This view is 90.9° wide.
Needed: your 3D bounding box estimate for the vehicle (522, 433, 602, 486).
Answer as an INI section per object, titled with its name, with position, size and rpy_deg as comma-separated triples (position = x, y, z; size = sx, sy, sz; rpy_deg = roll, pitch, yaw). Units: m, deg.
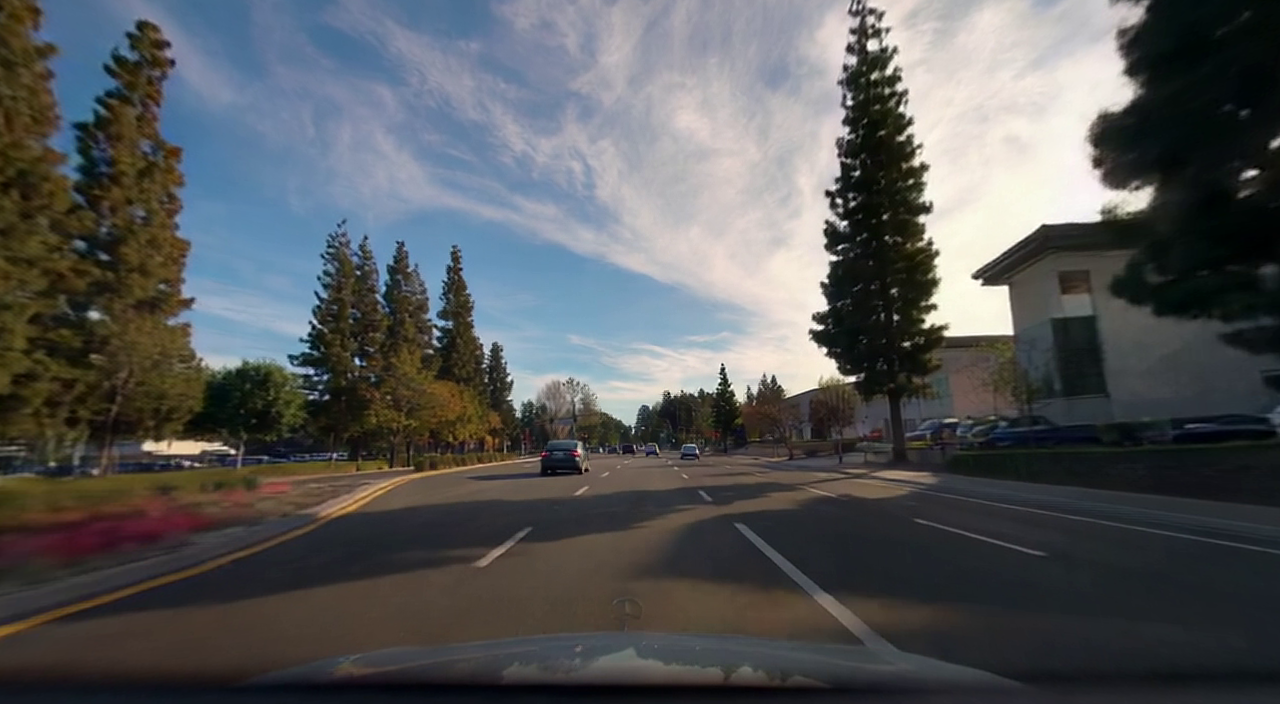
[vehicle]
position = -2.626, 3.770, 22.384
size = 2.121, 1.656, 4.559
rpy_deg = -1, -8, 1
